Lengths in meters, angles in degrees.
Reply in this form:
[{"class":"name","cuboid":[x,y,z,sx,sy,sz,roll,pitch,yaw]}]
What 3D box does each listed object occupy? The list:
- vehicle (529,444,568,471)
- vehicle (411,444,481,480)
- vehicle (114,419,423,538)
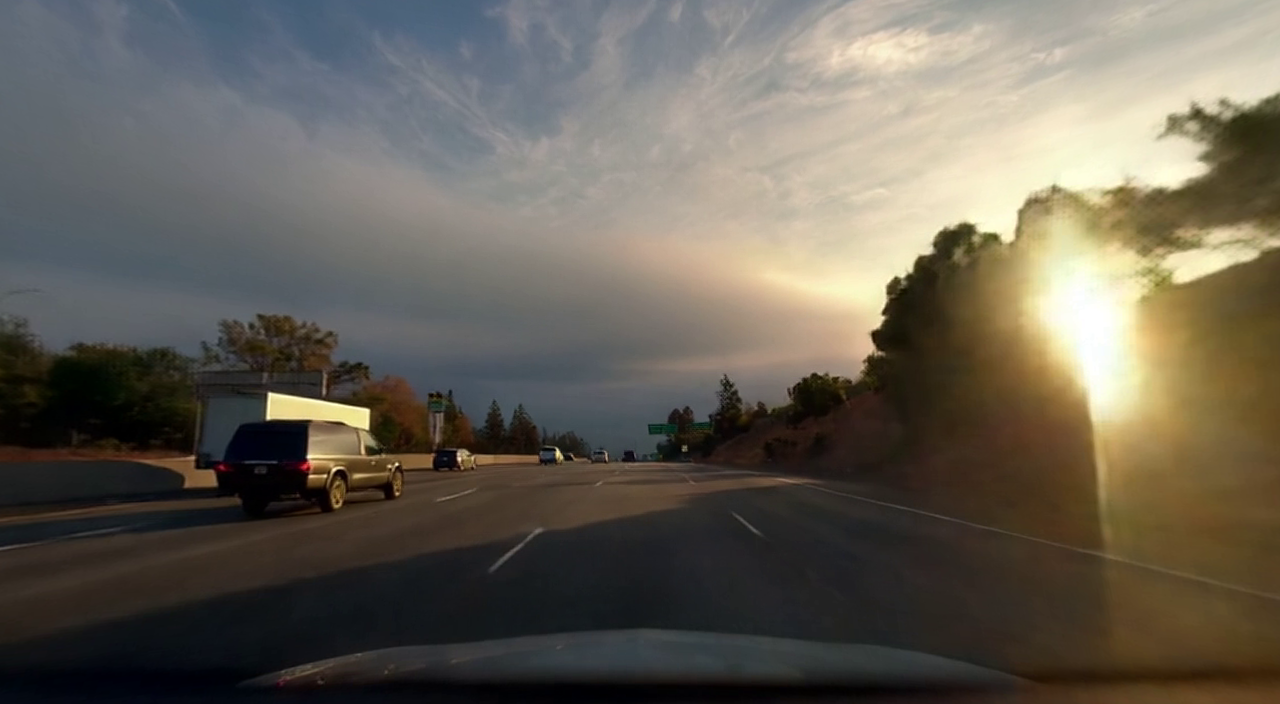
[{"class":"vehicle","cuboid":[-6.222,7.215,43.323,2.009,1.735,4.358,0,-8,0]},{"class":"vehicle","cuboid":[-9.816,5.558,32.256,2.060,1.662,4.469,0,-8,1]},{"class":"vehicle","cuboid":[-6.686,2.368,12.695,2.403,1.773,6.276,0,-8,0]}]
